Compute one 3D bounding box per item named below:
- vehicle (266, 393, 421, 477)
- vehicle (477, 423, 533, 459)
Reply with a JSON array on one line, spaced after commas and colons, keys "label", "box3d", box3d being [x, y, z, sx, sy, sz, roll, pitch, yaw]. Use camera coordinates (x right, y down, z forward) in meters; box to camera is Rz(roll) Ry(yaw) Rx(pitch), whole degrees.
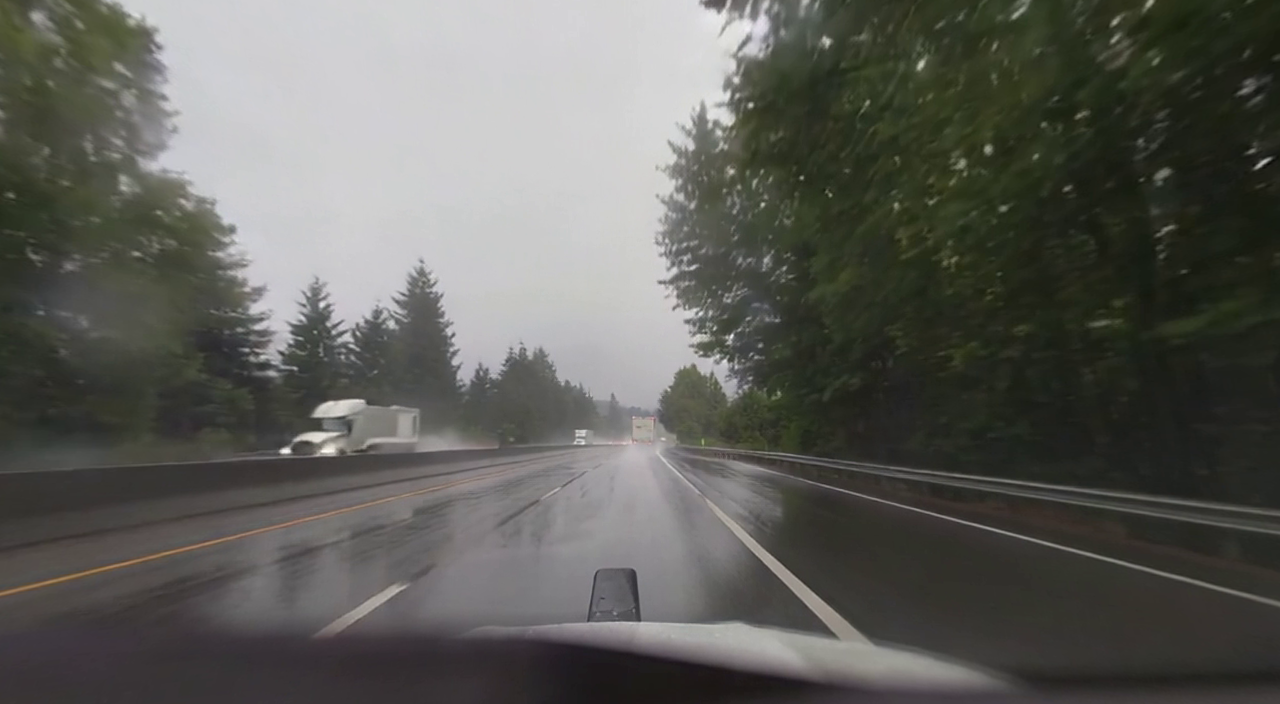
[{"label": "vehicle", "box3d": [-14.458, 4.258, 32.025, 2.973, 3.589, 9.822, -1, -8, 1]}, {"label": "vehicle", "box3d": [-10.519, 7.024, 49.762, 2.722, 2.626, 7.004, -1, -8, 1]}]
